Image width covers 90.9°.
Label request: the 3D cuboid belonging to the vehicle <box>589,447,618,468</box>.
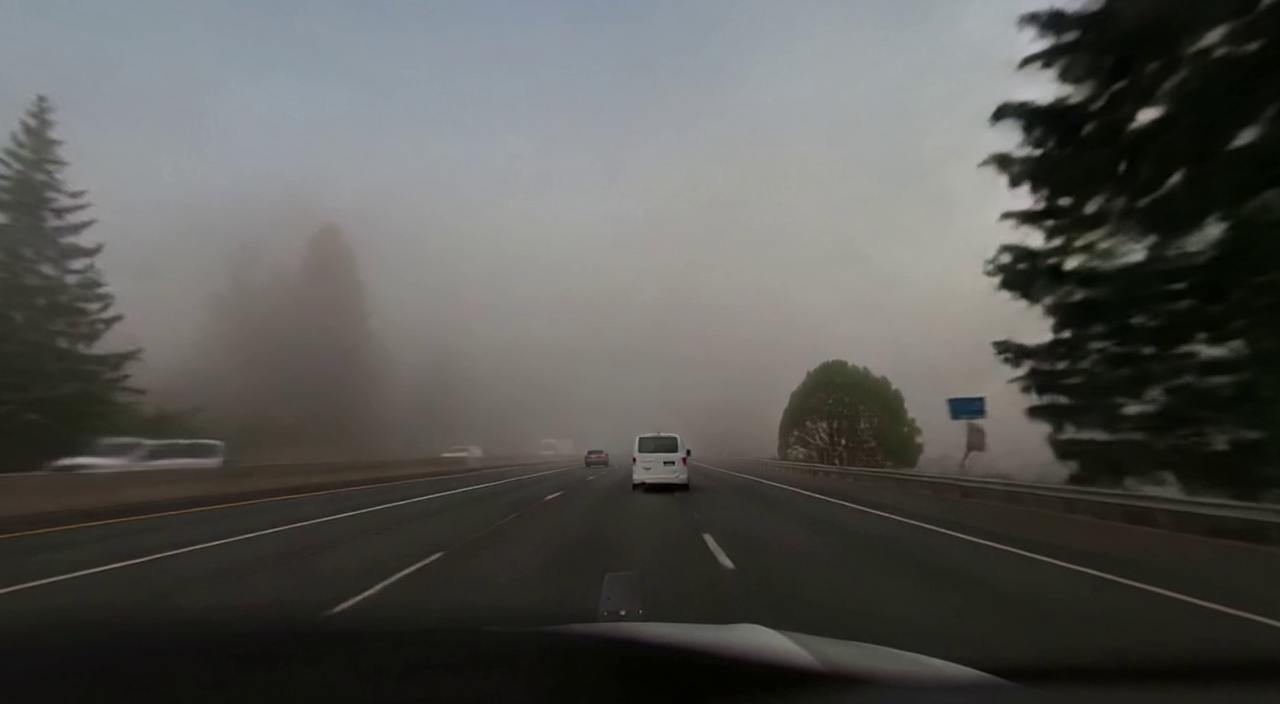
[{"bbox_3d":[-2.820,8.359,49.906,1.959,1.571,4.313,-1,-9,1],"label":"vehicle"}]

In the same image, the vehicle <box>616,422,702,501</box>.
[{"bbox_3d":[0.597,3.239,18.870,2.219,2.033,4.911,-1,-9,3],"label":"vehicle"}]
